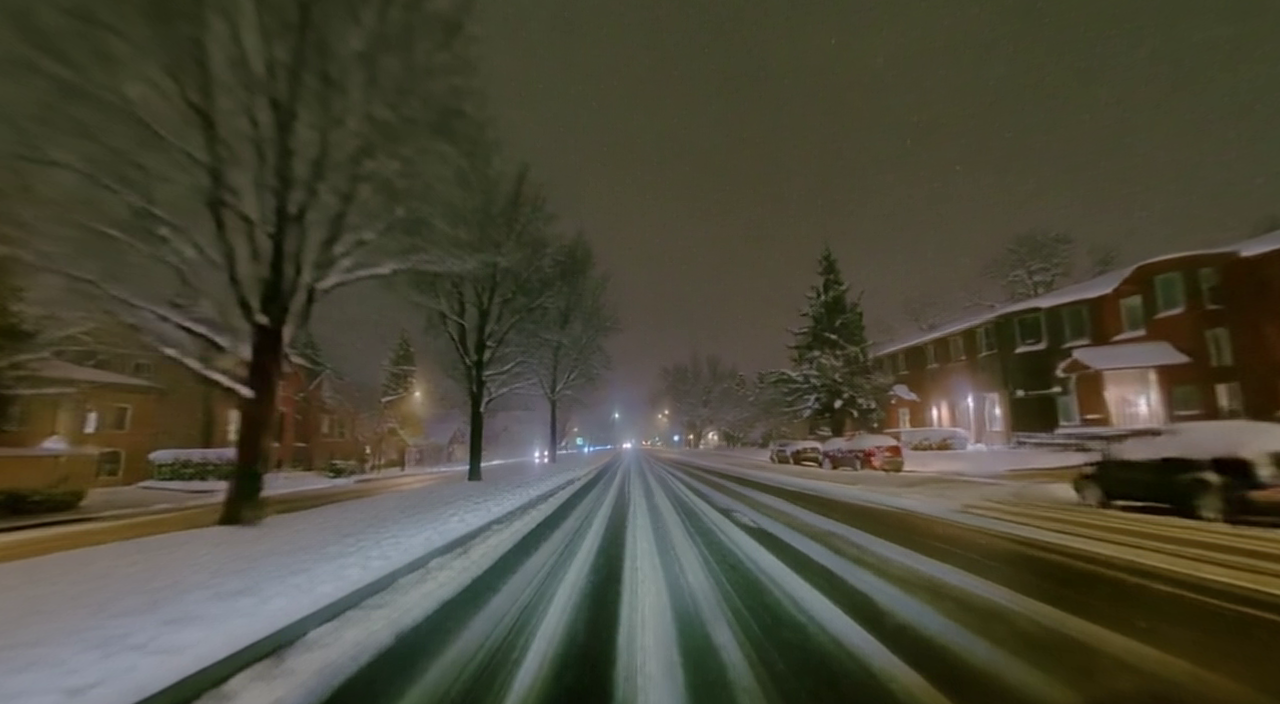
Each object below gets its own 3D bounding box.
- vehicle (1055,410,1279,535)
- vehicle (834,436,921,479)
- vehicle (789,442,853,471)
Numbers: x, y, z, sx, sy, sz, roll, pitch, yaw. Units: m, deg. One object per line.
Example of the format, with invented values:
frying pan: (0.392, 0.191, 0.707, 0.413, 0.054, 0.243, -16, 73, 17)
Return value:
vehicle: (9.885, 2.022, 11.099, 2.037, 1.732, 4.530, 0, -9, 0)
vehicle: (9.806, 4.386, 26.478, 1.970, 1.610, 4.247, 0, -9, -1)
vehicle: (9.601, 5.589, 33.965, 1.930, 1.453, 4.665, 0, -9, -2)
